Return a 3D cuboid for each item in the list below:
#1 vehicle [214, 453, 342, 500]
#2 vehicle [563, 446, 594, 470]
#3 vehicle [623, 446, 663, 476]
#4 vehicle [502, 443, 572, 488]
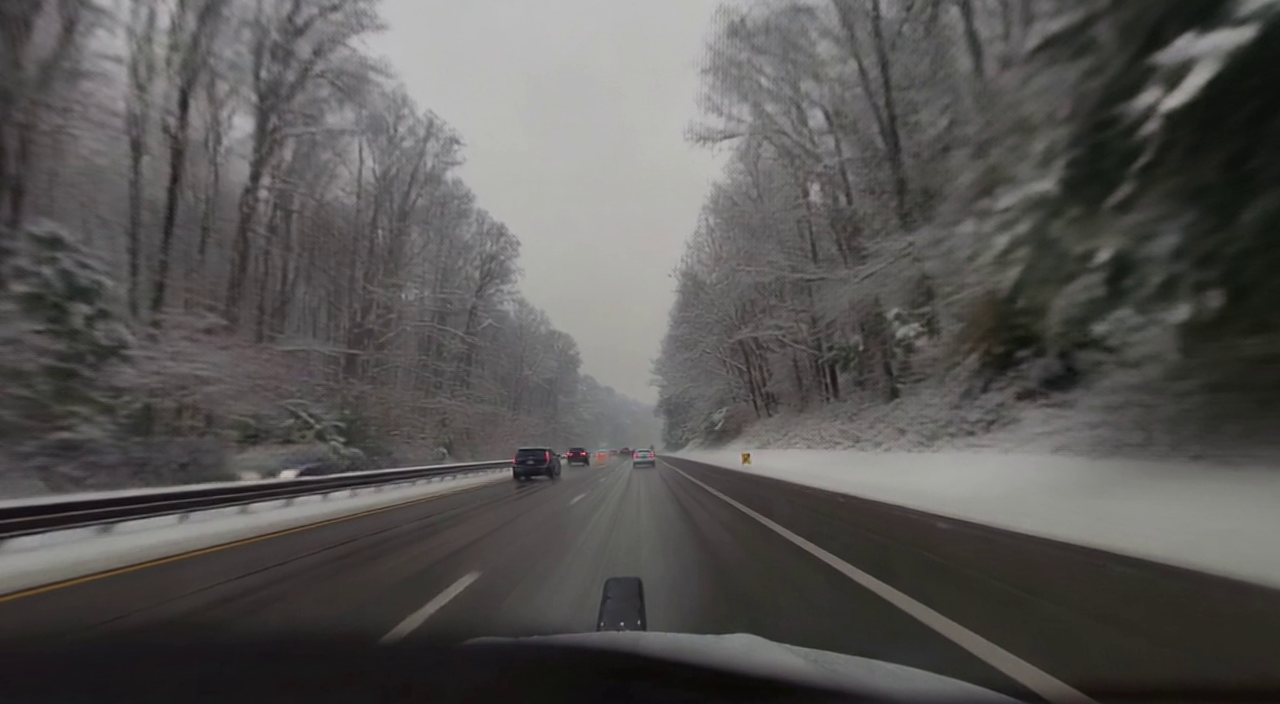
[{"bbox_3d":[-12.421,4.266,22.002,1.909,1.442,4.293,0,-9,0],"label":"vehicle"},{"bbox_3d":[-4.324,7.501,44.735,1.834,1.615,3.624,0,-9,0],"label":"vehicle"},{"bbox_3d":[0.138,5.795,33.576,2.001,1.490,3.914,0,-9,0],"label":"vehicle"},{"bbox_3d":[-3.773,4.227,23.707,1.978,1.538,3.755,0,-9,0],"label":"vehicle"}]
